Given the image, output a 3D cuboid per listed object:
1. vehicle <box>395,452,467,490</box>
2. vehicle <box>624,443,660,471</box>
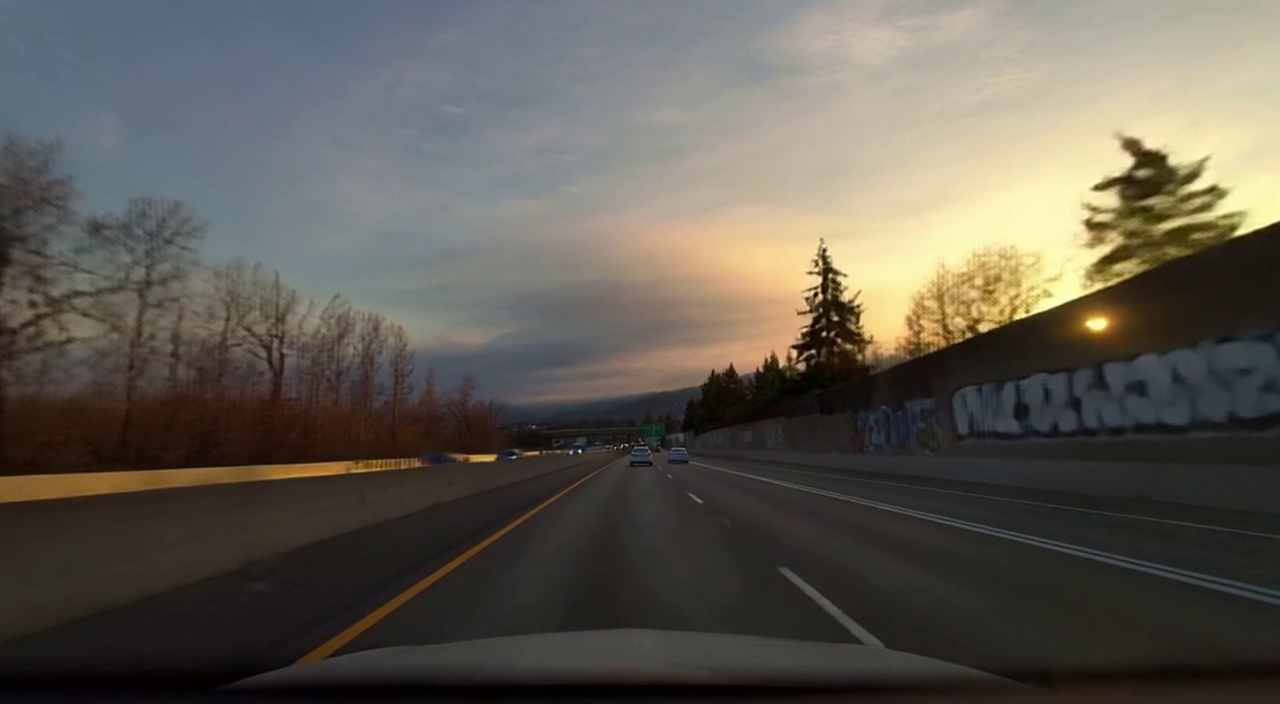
[{"bbox_3d":[-9.343,5.316,28.327,1.894,1.513,4.009,0,-9,0],"label":"vehicle"},{"bbox_3d":[0.103,6.553,39.340,2.095,1.671,4.219,0,-9,-1],"label":"vehicle"}]
